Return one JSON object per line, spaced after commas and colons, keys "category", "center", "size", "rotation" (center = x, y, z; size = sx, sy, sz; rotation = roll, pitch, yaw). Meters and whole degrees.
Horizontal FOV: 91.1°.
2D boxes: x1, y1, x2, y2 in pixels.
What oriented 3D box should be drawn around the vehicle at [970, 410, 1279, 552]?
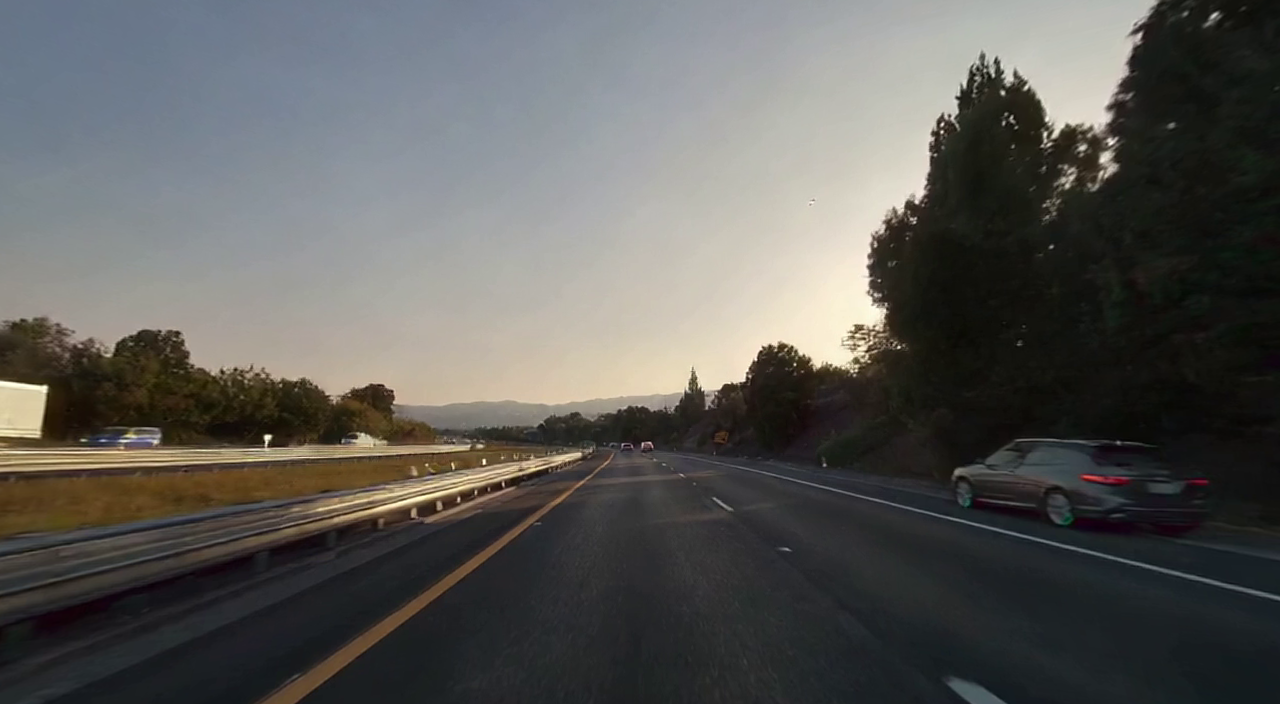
{"category": "vehicle", "center": [7.700, 1.880, 9.927], "size": [2.025, 1.649, 5.075], "rotation": [0, -8, -2]}
